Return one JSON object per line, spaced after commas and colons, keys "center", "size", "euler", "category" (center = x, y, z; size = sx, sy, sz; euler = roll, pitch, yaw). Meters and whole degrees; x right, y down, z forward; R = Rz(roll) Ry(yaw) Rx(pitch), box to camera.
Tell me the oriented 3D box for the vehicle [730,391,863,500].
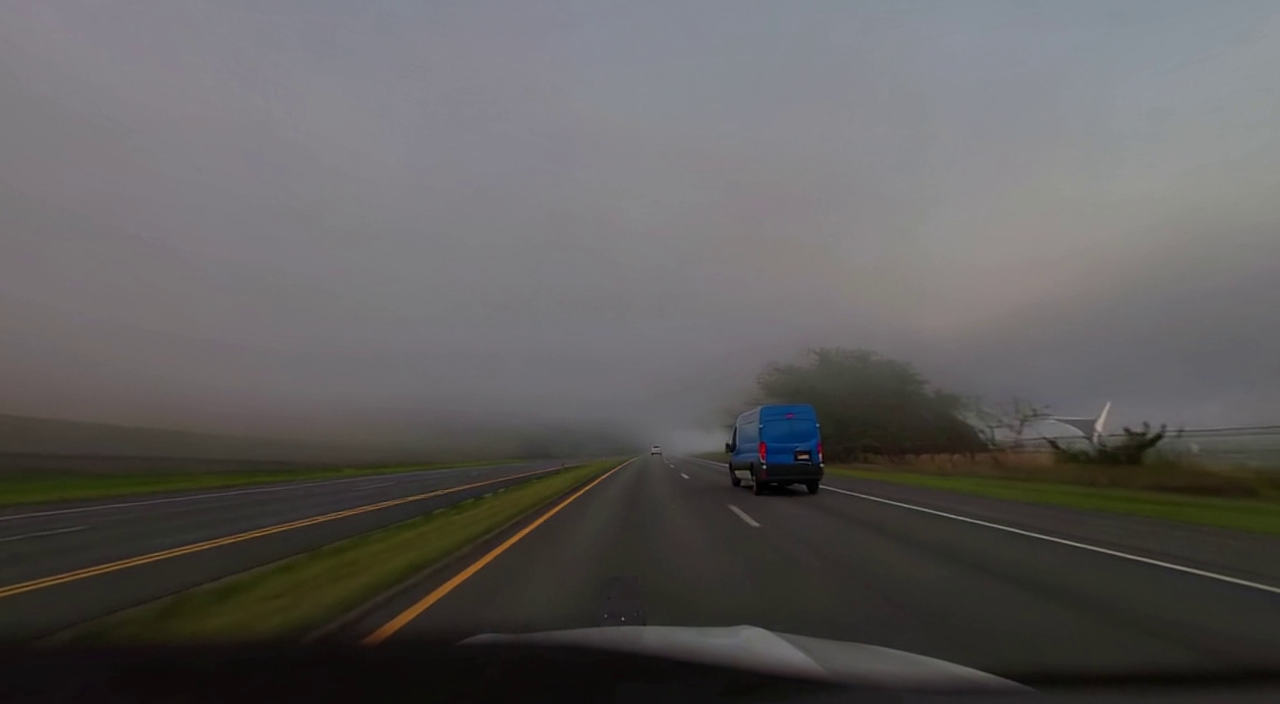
{"center": [4.372, 2.789, 18.788], "size": [2.437, 2.735, 5.507], "euler": [0, -9, -1], "category": "vehicle"}
